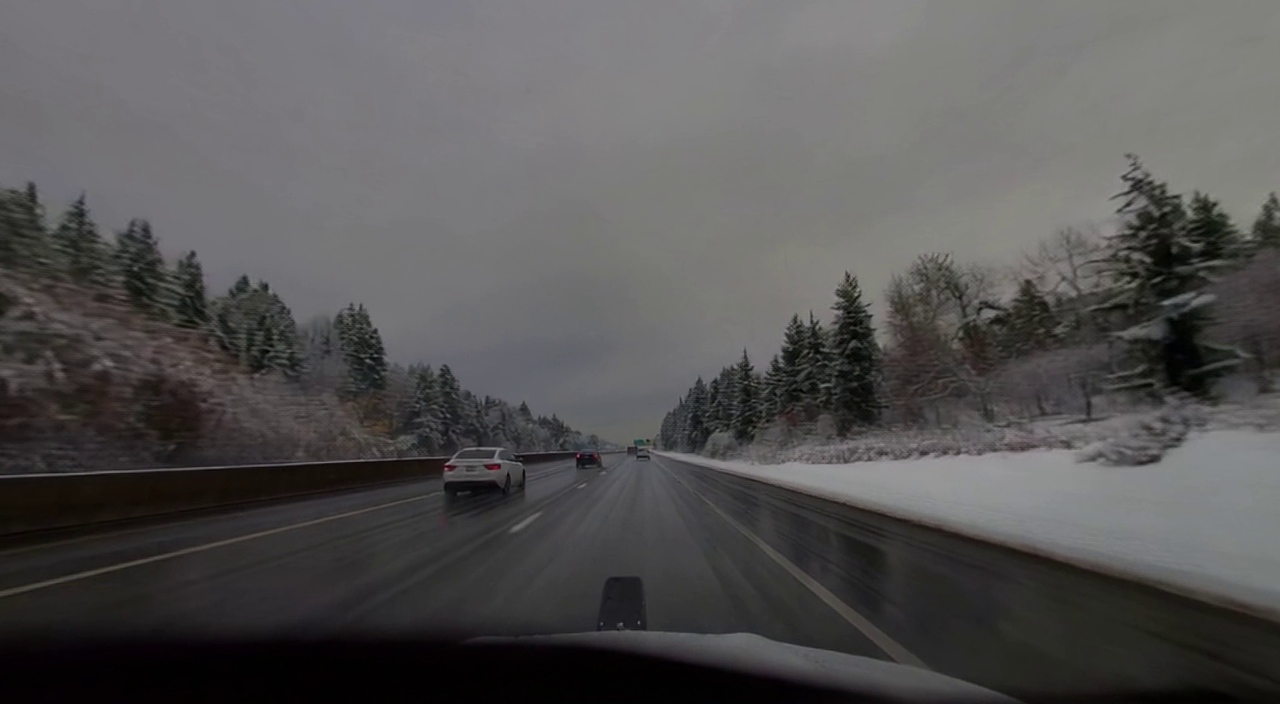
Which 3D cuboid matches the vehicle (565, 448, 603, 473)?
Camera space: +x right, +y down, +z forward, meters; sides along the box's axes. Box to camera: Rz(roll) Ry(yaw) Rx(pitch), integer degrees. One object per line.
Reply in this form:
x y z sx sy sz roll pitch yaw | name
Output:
-3.481 6.856 40.110 2.005 1.474 3.921 0 -9 1 | vehicle

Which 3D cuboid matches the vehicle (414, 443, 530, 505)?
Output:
-4.539 3.370 17.864 1.975 1.501 4.603 0 -9 0 | vehicle
